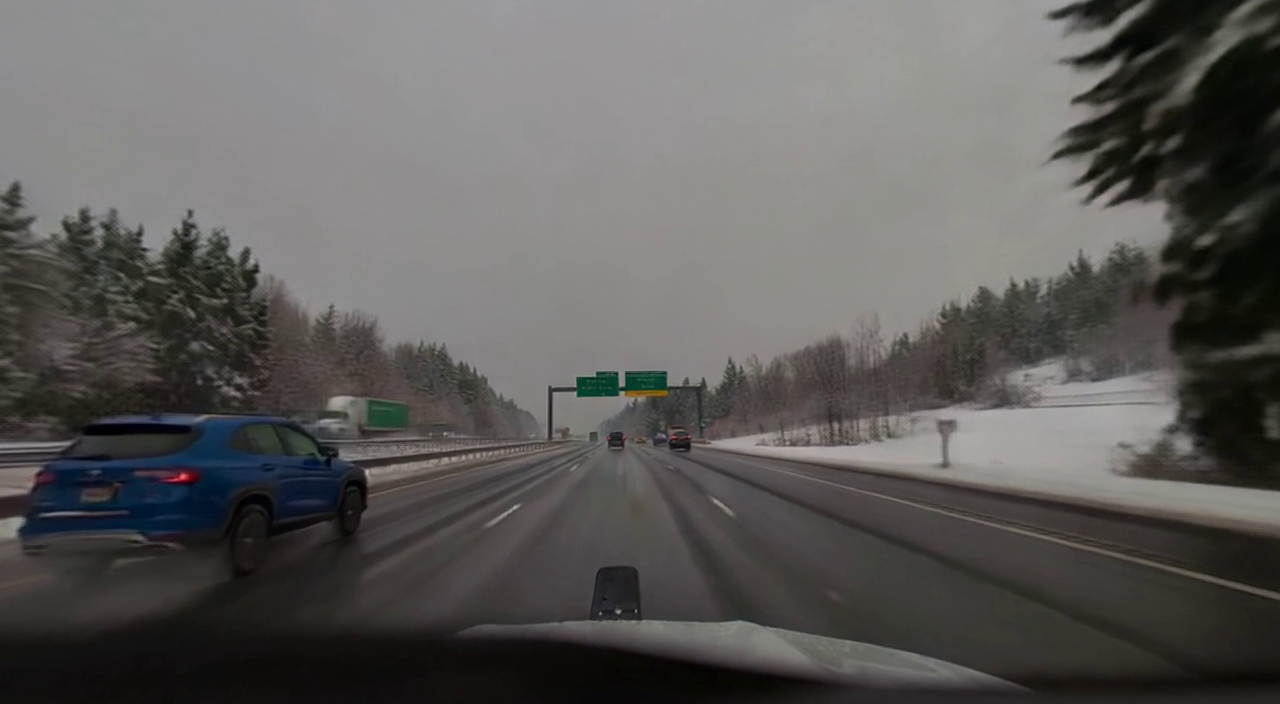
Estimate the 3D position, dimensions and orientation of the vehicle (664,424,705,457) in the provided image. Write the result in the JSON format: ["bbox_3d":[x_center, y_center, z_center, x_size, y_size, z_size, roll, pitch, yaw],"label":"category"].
[{"bbox_3d":[2.659,5.375,38.269,1.976,1.905,3.263,1,-7,-5],"label":"vehicle"}]

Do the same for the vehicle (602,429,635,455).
[{"bbox_3d":[-1.477,6.101,42.986,2.159,1.690,3.720,0,-7,-3],"label":"vehicle"}]

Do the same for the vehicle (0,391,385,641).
[{"bbox_3d":[-4.344,1.305,6.122,2.100,1.590,4.077,0,-7,-1],"label":"vehicle"}]
